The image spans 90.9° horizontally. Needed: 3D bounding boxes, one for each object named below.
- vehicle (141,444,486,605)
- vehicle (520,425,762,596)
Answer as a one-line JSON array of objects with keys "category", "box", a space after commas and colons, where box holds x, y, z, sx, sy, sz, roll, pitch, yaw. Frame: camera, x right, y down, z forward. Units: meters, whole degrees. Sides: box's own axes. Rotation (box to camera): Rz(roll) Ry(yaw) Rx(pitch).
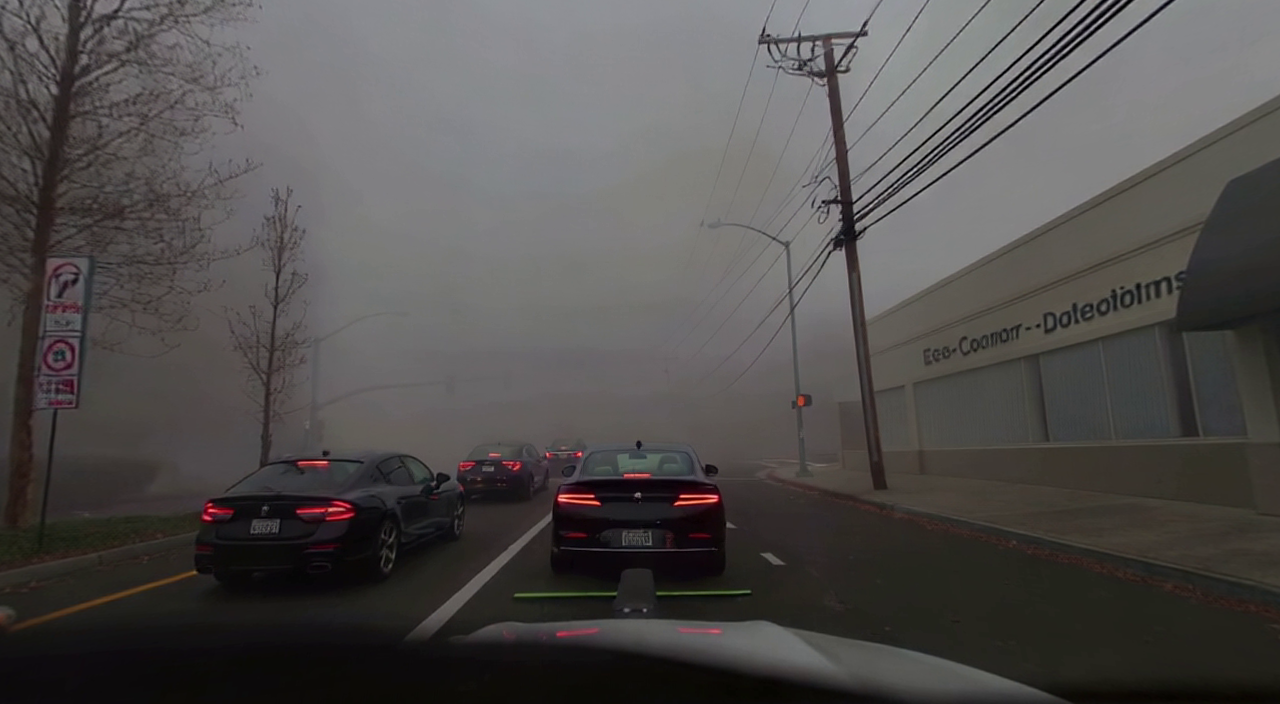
[{"category": "vehicle", "box": [-3.226, 1.741, 7.317, 1.765, 1.319, 4.013, 0, -9, 2]}, {"category": "vehicle", "box": [-0.001, 1.684, 7.530, 2.101, 1.469, 3.955, 0, -9, 0]}]
